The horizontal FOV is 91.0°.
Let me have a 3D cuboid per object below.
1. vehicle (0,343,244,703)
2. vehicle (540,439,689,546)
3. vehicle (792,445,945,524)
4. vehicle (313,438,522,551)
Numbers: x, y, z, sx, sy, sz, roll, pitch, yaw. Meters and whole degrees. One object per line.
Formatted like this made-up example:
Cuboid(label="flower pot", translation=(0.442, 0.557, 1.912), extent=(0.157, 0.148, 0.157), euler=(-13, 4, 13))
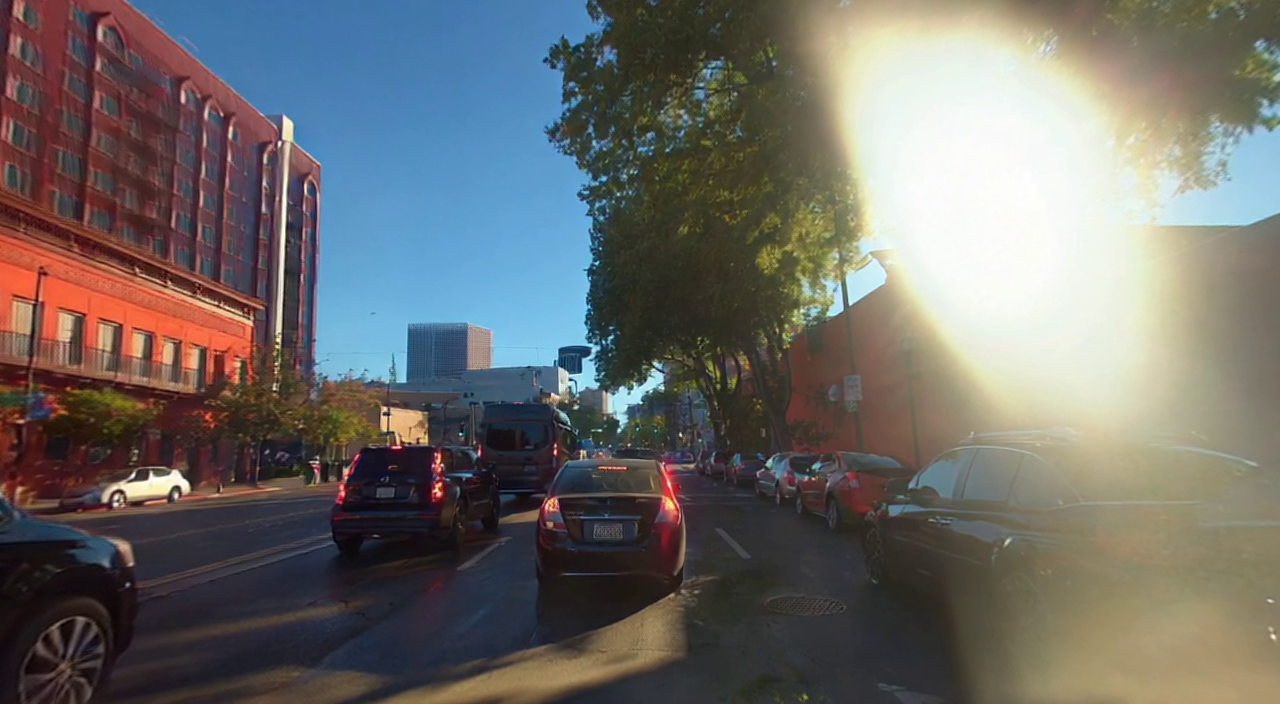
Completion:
Cuboid(label="vehicle", translation=(-3.712, 0.718, 1.715), extent=(2.140, 1.768, 4.685), euler=(0, -9, 1))
Cuboid(label="vehicle", translation=(-0.378, 2.350, 11.224), extent=(2.152, 1.518, 4.113), euler=(0, -9, 0))
Cuboid(label="vehicle", translation=(4.897, 2.860, 14.176), extent=(1.832, 1.491, 4.054), euler=(1, -9, -1))
Cuboid(label="vehicle", translation=(-3.531, 2.334, 11.073), extent=(1.995, 1.554, 4.426), euler=(0, -9, 1))
